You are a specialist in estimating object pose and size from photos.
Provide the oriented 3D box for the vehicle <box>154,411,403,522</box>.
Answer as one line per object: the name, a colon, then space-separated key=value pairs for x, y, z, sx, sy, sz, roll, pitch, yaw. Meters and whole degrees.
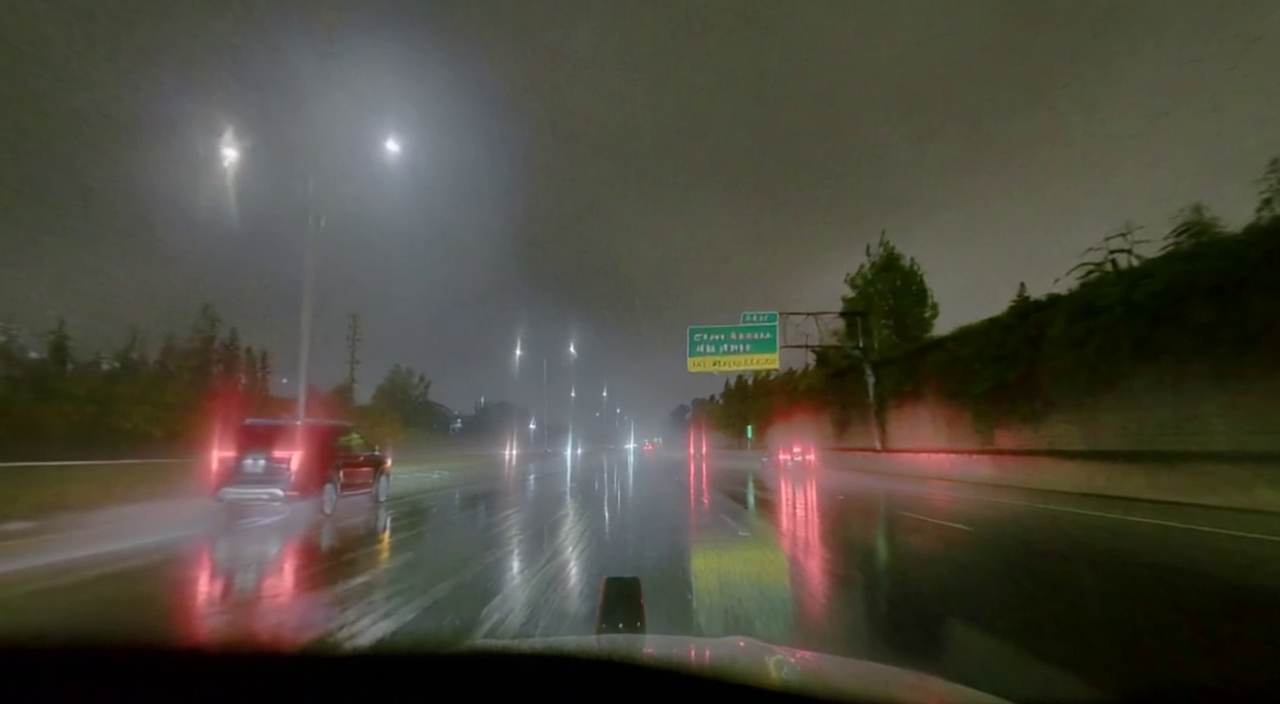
vehicle: x=-7.568 y=2.483 z=14.094 sx=2.431 sy=2.005 sz=5.166 roll=0 pitch=-9 yaw=1

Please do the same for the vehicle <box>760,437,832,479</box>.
vehicle: x=7.073 y=4.879 z=29.114 sx=2.167 sy=1.781 sz=4.340 roll=0 pitch=-9 yaw=-1
